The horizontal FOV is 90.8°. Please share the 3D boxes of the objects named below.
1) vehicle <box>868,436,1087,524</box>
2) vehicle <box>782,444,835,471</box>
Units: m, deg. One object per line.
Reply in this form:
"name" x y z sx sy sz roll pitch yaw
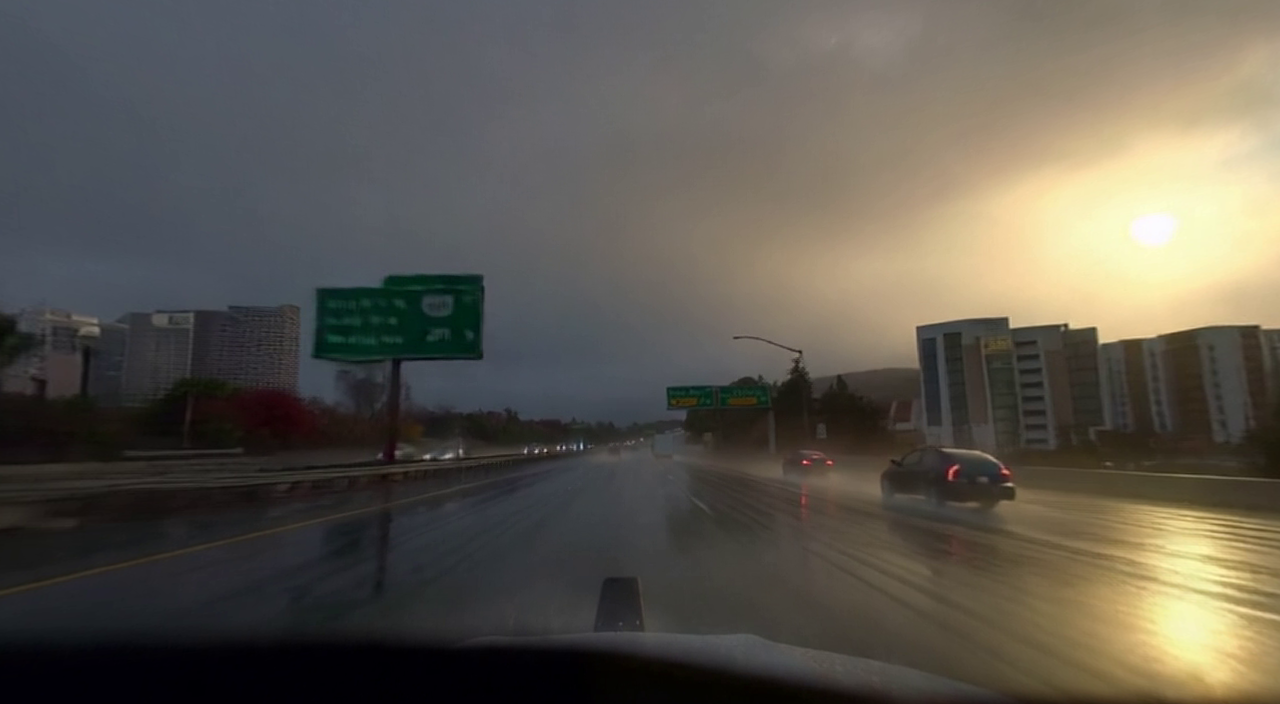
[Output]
"vehicle" 6.748 2.587 13.427 1.861 1.500 4.860 0 -8 -2
"vehicle" 9.904 6.238 37.474 1.878 1.509 4.327 0 -8 -1
